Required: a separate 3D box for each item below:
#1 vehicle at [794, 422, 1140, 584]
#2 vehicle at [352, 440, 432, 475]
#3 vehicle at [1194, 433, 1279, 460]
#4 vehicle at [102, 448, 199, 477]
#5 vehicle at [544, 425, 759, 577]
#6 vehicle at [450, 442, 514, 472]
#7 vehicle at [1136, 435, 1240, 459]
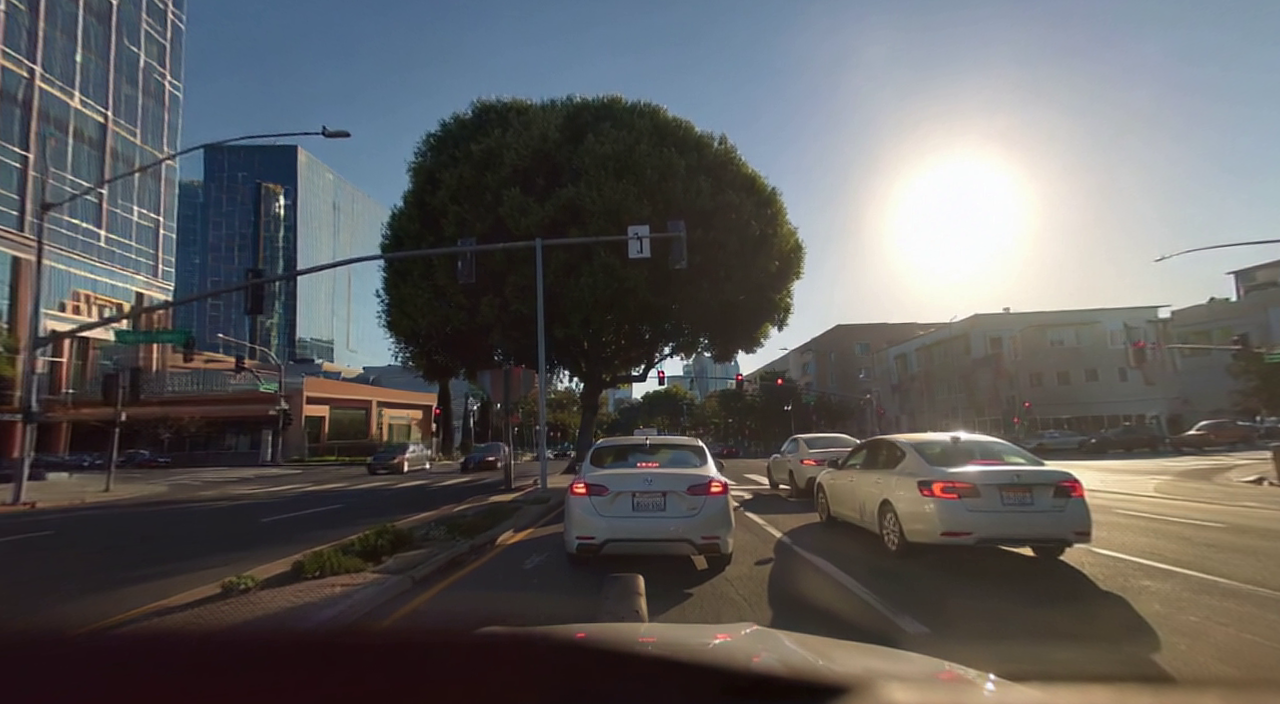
[{"bbox_3d":[3.612,1.757,8.217,2.018,1.491,4.544,0,-9,-1],"label":"vehicle"},{"bbox_3d":[-12.640,5.418,32.552,2.166,1.659,4.654,0,-9,1],"label":"vehicle"},{"bbox_3d":[35.211,5.486,36.648,4.190,1.535,1.998,0,-9,-1],"label":"vehicle"},{"bbox_3d":[-26.677,6.030,34.521,3.657,1.528,1.783,1,-9,-3],"label":"vehicle"},{"bbox_3d":[0.089,1.759,8.216,2.087,1.468,4.014,0,-9,-1],"label":"vehicle"},{"bbox_3d":[-8.249,5.524,33.393,2.090,1.475,4.616,0,-9,1],"label":"vehicle"},{"bbox_3d":[34.637,6.044,40.040,4.616,1.476,2.165,0,-9,-2],"label":"vehicle"}]
